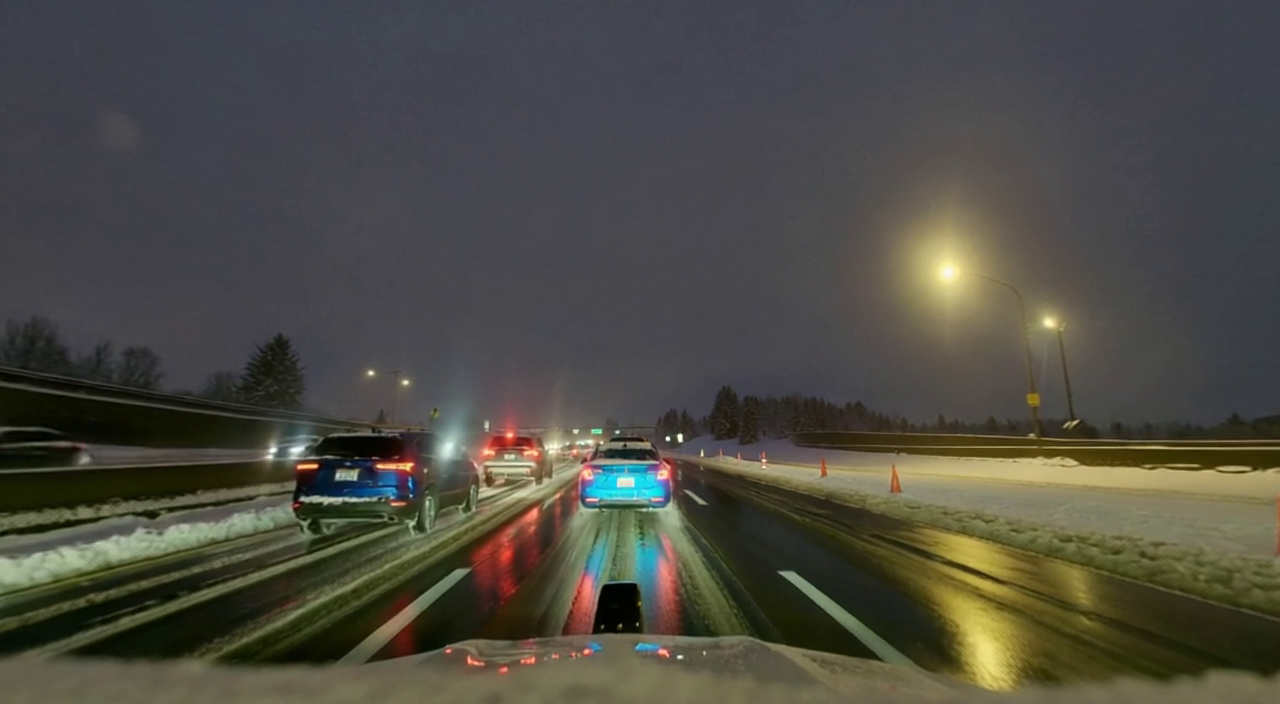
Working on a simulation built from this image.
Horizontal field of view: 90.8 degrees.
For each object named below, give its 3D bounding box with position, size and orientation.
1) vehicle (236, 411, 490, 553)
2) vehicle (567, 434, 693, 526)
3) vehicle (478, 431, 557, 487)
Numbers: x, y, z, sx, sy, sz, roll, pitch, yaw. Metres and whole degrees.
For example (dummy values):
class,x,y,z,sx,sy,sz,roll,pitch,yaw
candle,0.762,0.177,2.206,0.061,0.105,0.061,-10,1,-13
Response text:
class,x,y,z,sx,sy,sz,roll,pitch,yaw
vehicle,-3.854,1.879,9.764,2.025,1.708,4.089,0,-9,0
vehicle,-0.223,2.392,12.389,2.069,1.484,3.982,0,-9,-2
vehicle,-4.126,3.680,22.009,1.982,1.727,4.057,0,-9,-1
